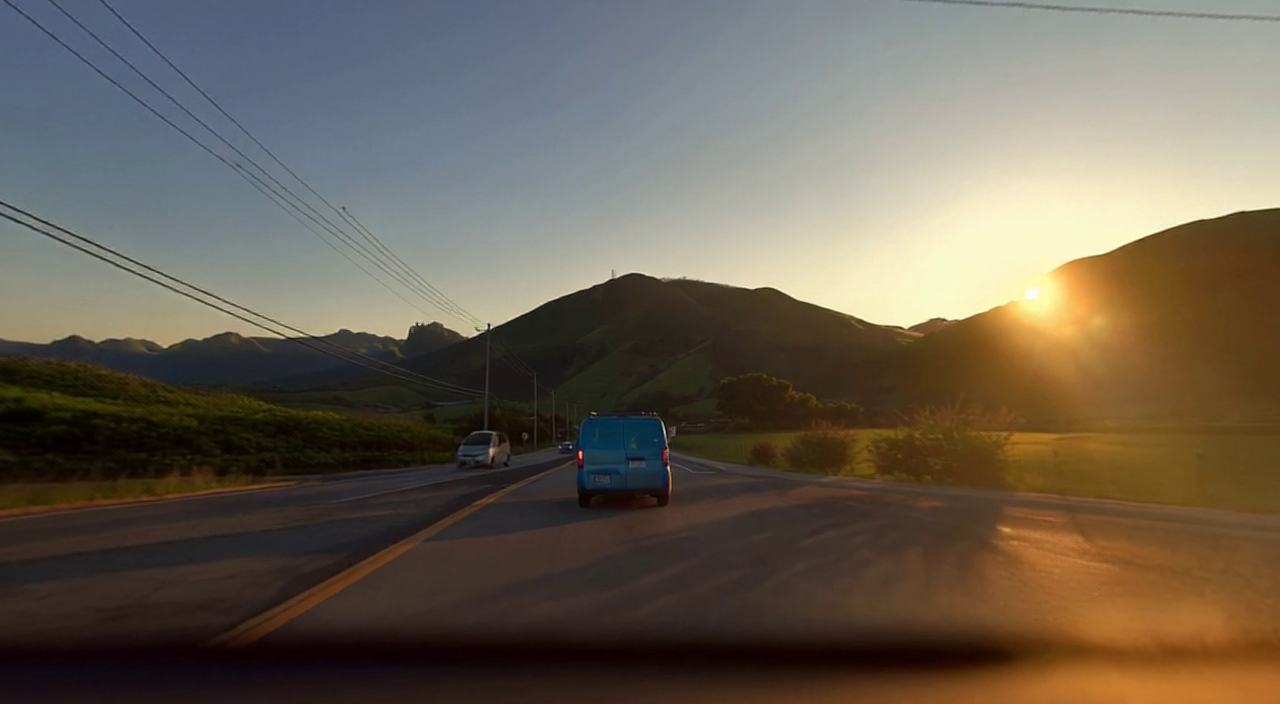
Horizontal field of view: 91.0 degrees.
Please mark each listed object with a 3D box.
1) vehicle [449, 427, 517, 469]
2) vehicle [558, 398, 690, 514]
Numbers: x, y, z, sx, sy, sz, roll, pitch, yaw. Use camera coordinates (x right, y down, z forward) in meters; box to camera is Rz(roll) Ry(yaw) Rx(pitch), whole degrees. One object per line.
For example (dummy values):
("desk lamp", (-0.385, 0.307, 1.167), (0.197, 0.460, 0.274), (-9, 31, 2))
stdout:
("vehicle", (-9.185, 5.700, 37.423), (2.260, 2.264, 5.982), (0, -8, 2))
("vehicle", (-0.392, 2.273, 14.068), (2.454, 2.144, 4.535), (0, -8, -3))
